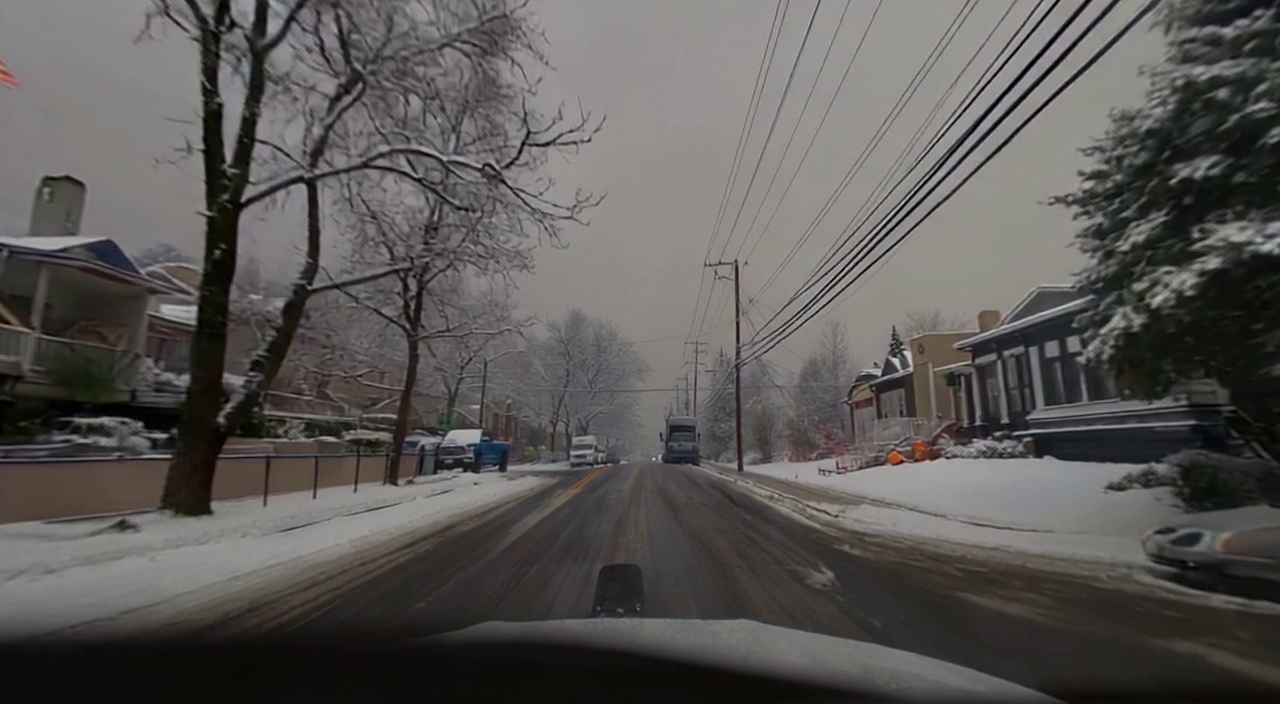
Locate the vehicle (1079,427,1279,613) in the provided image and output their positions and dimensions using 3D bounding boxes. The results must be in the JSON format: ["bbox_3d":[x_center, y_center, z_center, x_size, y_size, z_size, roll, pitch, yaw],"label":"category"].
[{"bbox_3d":[9.059,2.147,7.660,5.661,1.850,2.479,5,-8,2],"label":"vehicle"}]

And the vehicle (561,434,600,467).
[{"bbox_3d":[-4.291,7.116,45.866,2.171,1.910,4.789,-1,-4,2],"label":"vehicle"}]

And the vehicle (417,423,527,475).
[{"bbox_3d":[-6.673,3.970,25.883,2.238,1.895,5.648,-1,-9,8],"label":"vehicle"}]

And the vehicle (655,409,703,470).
[{"bbox_3d":[2.819,6.568,46.524,2.915,3.793,9.963,4,-9,4],"label":"vehicle"}]
